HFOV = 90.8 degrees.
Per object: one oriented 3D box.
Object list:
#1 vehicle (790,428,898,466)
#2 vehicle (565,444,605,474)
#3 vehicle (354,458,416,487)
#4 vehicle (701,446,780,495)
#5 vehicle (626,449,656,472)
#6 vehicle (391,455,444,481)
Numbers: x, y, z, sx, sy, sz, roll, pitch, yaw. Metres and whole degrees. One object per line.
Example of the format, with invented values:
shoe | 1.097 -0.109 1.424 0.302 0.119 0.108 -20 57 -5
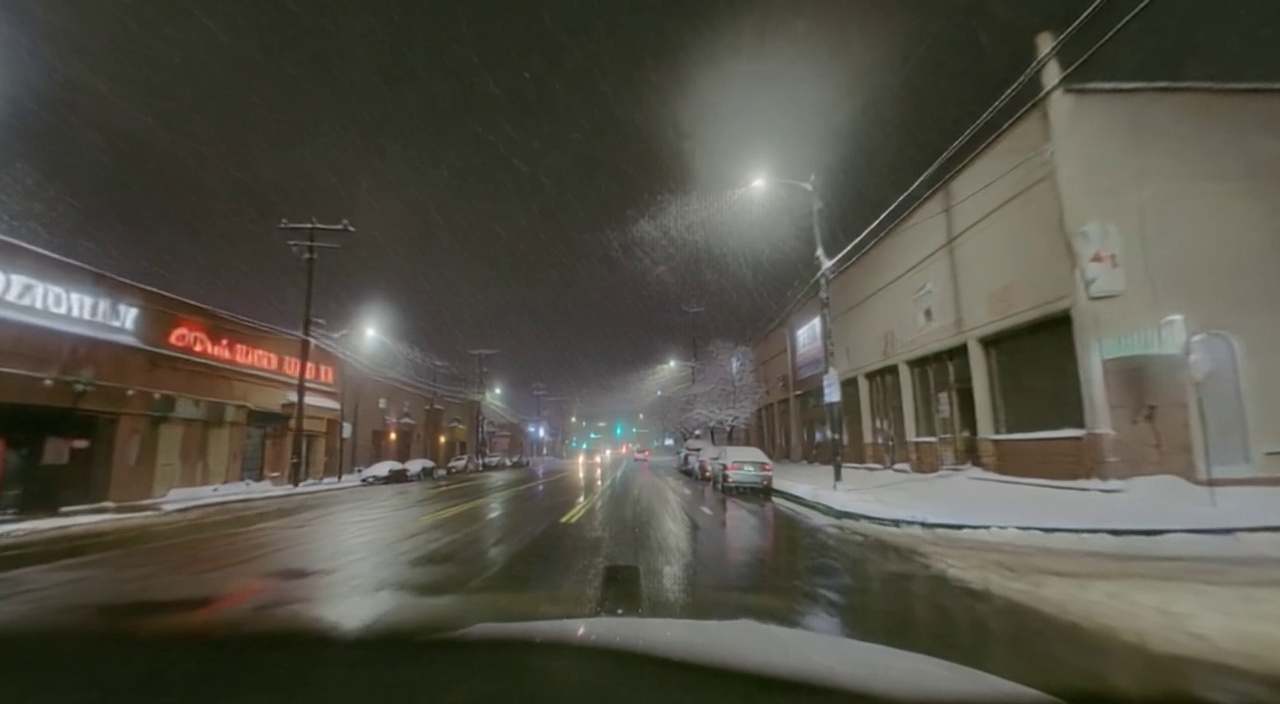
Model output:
vehicle | 12.389 5.753 38.598 5.603 1.659 2.393 -5 -7 -4
vehicle | -3.613 7.155 42.671 2.348 1.831 4.737 0 -8 -1
vehicle | -15.663 7.382 39.047 1.883 1.493 4.880 -3 -8 -1
vehicle | 3.602 4.317 23.536 2.042 1.487 5.033 3 -8 0
vehicle | 0.058 7.795 45.657 2.099 1.470 4.270 0 -8 -1
vehicle | -15.697 8.165 44.854 2.076 1.518 4.981 -3 -8 -1
